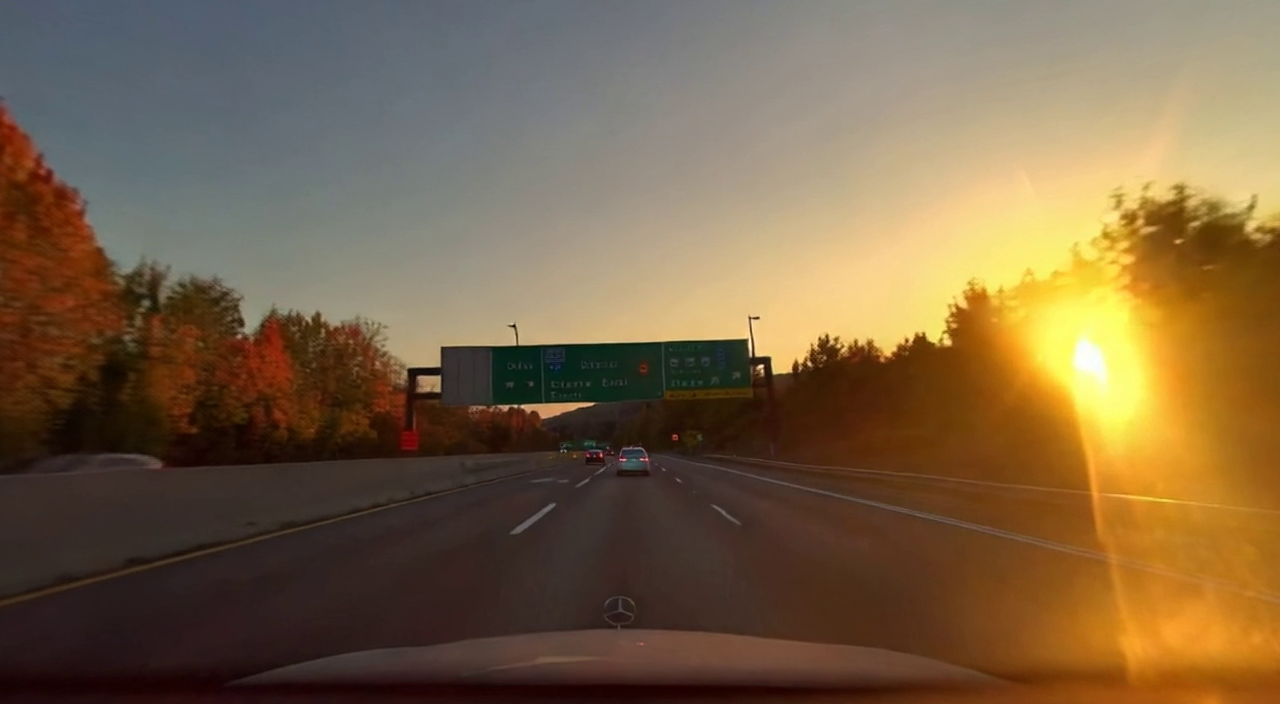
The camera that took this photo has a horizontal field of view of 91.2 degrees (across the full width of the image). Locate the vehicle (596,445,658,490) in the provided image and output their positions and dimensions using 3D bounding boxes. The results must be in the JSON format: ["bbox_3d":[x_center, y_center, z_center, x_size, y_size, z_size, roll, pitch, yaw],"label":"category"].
[{"bbox_3d":[-0.461,4.204,23.140,2.066,1.490,3.759,-1,-9,-1],"label":"vehicle"}]

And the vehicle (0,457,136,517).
[{"bbox_3d":[-17.170,3.760,17.819,1.893,1.464,4.526,-1,-9,0],"label":"vehicle"}]
